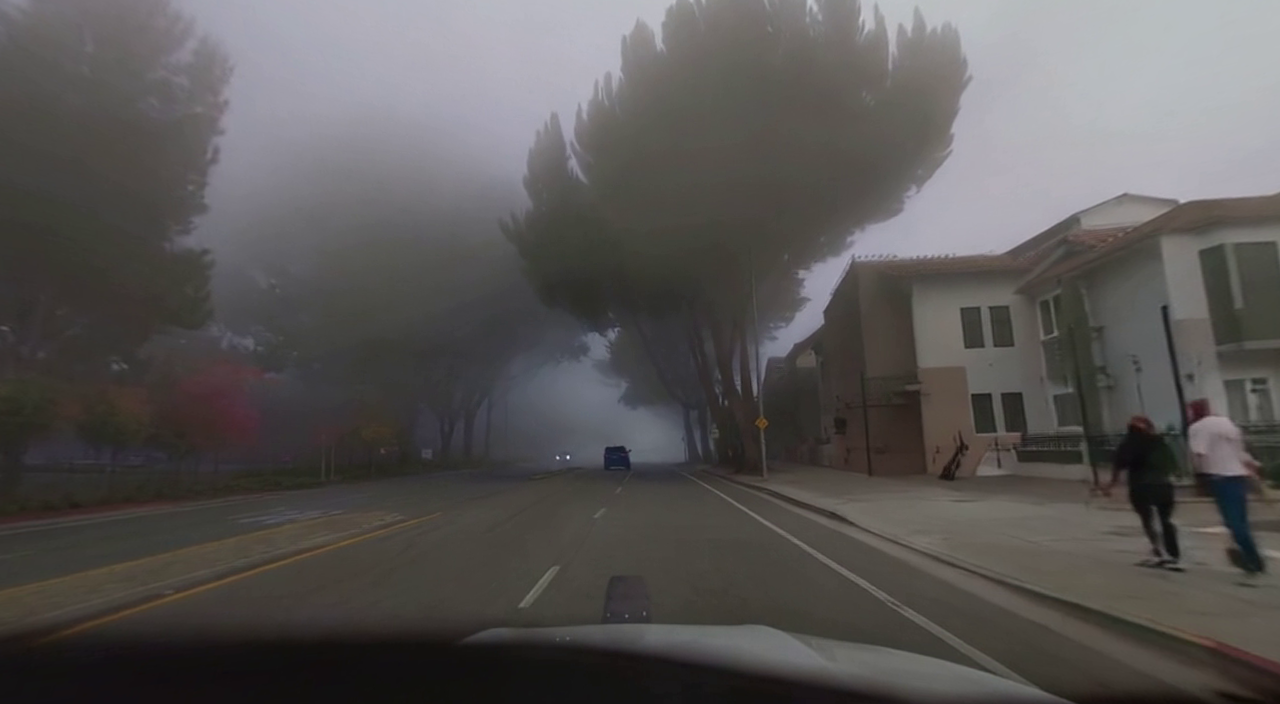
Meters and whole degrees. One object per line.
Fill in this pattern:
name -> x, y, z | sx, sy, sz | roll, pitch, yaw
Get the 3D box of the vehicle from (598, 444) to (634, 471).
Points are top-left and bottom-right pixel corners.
vehicle -> -1.676, 7.665, 45.946 | 2.294, 1.859, 5.127 | 0, -9, 1
